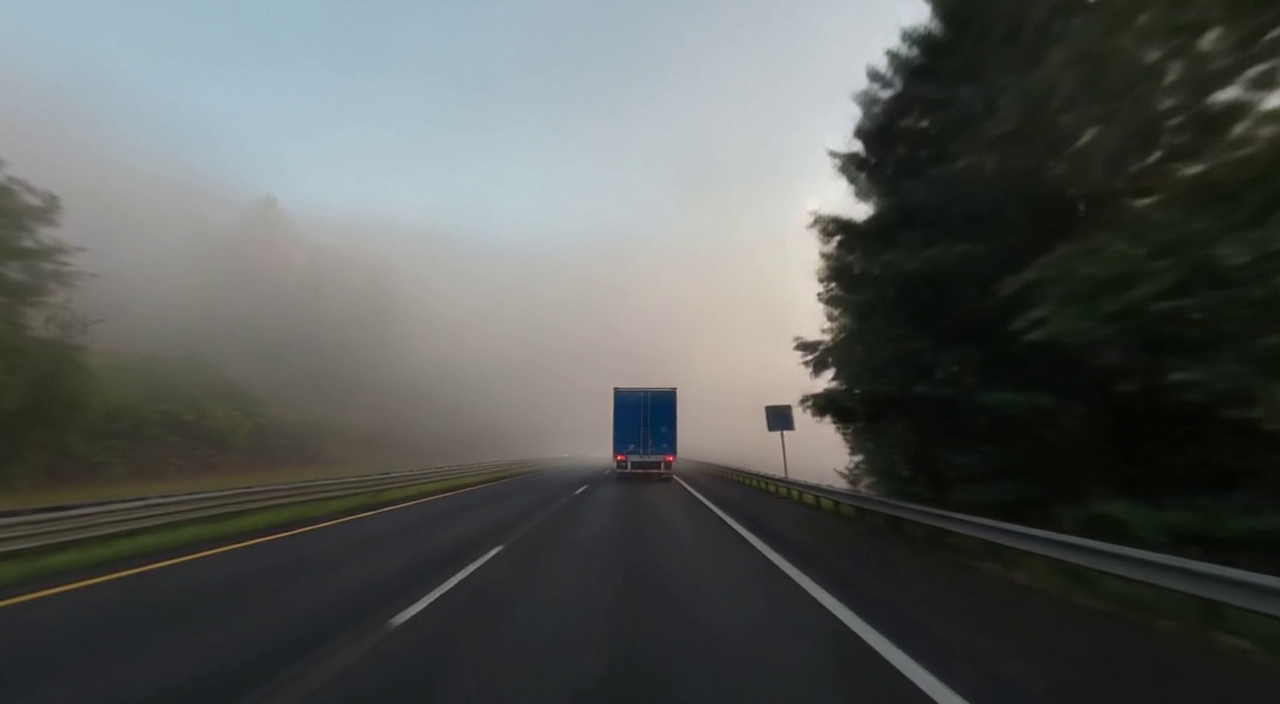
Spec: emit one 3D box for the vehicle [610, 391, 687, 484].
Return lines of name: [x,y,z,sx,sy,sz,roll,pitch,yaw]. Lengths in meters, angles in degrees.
vehicle: [0.199,3.924,28.339,2.913,3.530,8.648,0,-9,-2]
